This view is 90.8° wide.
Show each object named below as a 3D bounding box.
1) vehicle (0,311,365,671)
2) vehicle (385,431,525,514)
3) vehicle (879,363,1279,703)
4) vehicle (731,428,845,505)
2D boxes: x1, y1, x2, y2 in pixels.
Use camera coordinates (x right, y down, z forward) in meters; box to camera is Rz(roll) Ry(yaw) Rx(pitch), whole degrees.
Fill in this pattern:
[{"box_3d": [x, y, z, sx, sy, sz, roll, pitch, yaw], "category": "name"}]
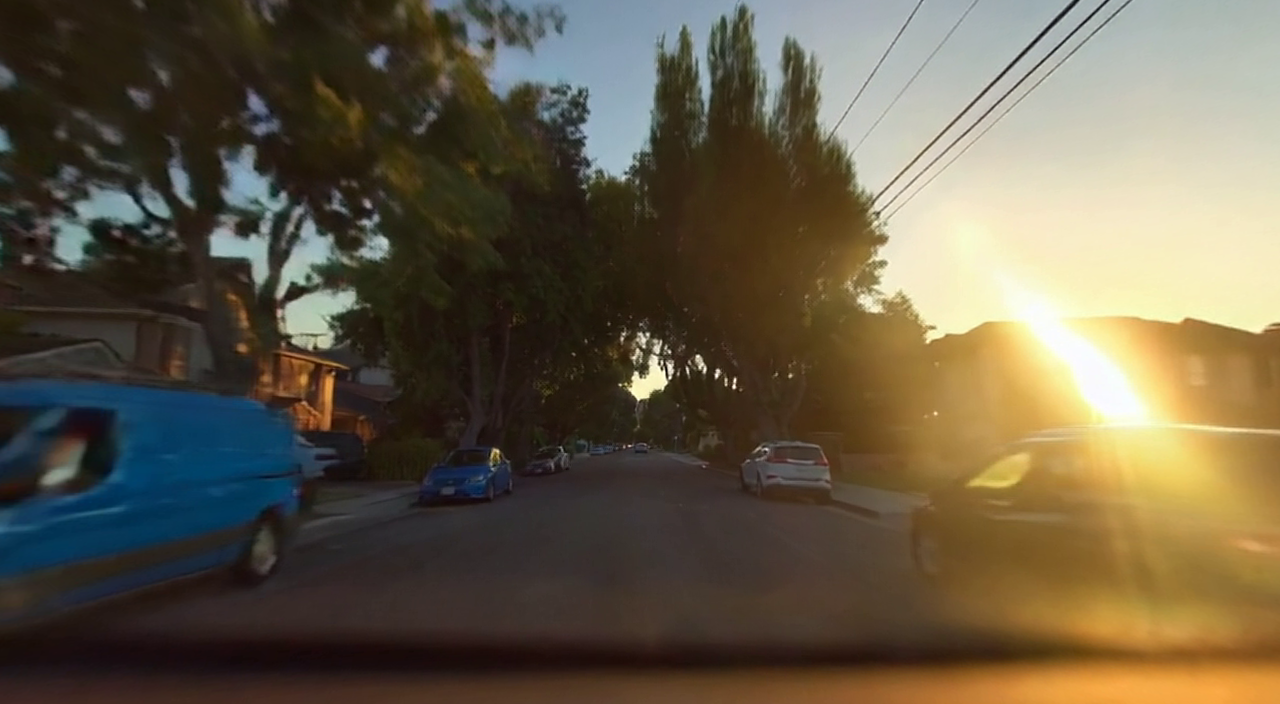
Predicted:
[{"box_3d": [-4.622, 1.018, 5.316, 2.087, 1.993, 5.635, 0, -8, 0], "category": "vehicle"}, {"box_3d": [-4.353, 2.903, 15.654, 2.157, 1.736, 4.104, -1, -9, 1], "category": "vehicle"}, {"box_3d": [4.124, 1.284, 5.004, 2.152, 1.810, 5.846, 1, -9, 0], "category": "vehicle"}, {"box_3d": [3.935, 3.140, 17.713, 2.173, 1.806, 4.701, 1, -9, 1], "category": "vehicle"}]
